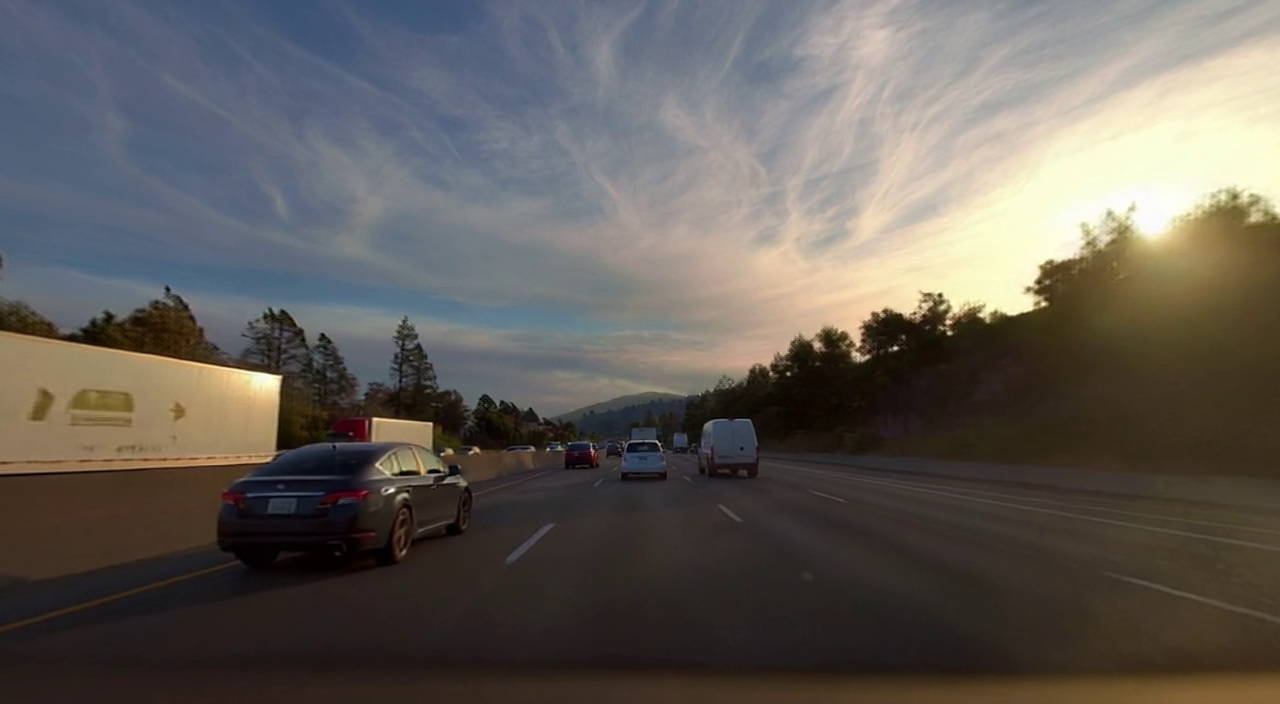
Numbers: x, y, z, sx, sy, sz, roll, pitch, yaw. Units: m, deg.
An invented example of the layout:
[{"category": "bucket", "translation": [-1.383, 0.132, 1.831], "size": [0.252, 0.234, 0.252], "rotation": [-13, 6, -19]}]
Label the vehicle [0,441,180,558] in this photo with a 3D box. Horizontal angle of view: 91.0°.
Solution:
[{"category": "vehicle", "translation": [-9.018, 1.964, 8.632], "size": [1.937, 1.450, 4.569], "rotation": [0, -9, 0]}]

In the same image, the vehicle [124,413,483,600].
[{"category": "vehicle", "translation": [-3.457, 1.667, 7.651], "size": [1.956, 1.602, 4.258], "rotation": [0, -9, 1]}]

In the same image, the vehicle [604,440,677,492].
[{"category": "vehicle", "translation": [0.000, 3.555, 19.898], "size": [2.053, 1.461, 3.941], "rotation": [0, -9, 0]}]

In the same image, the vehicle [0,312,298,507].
[{"category": "vehicle", "translation": [-15.239, 1.720, 16.760], "size": [2.880, 4.167, 16.544], "rotation": [0, -9, 1]}]

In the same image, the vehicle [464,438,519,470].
[{"category": "vehicle", "translation": [-8.824, 6.121, 37.836], "size": [2.187, 1.776, 4.518], "rotation": [0, -9, 0]}]

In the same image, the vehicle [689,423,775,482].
[{"category": "vehicle", "translation": [3.507, 3.985, 25.197], "size": [2.460, 2.086, 5.576], "rotation": [0, -9, -1]}]

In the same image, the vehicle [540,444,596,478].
[{"category": "vehicle", "translation": [-3.303, 5.079, 29.687], "size": [2.062, 1.459, 4.365], "rotation": [0, -9, 1]}]
